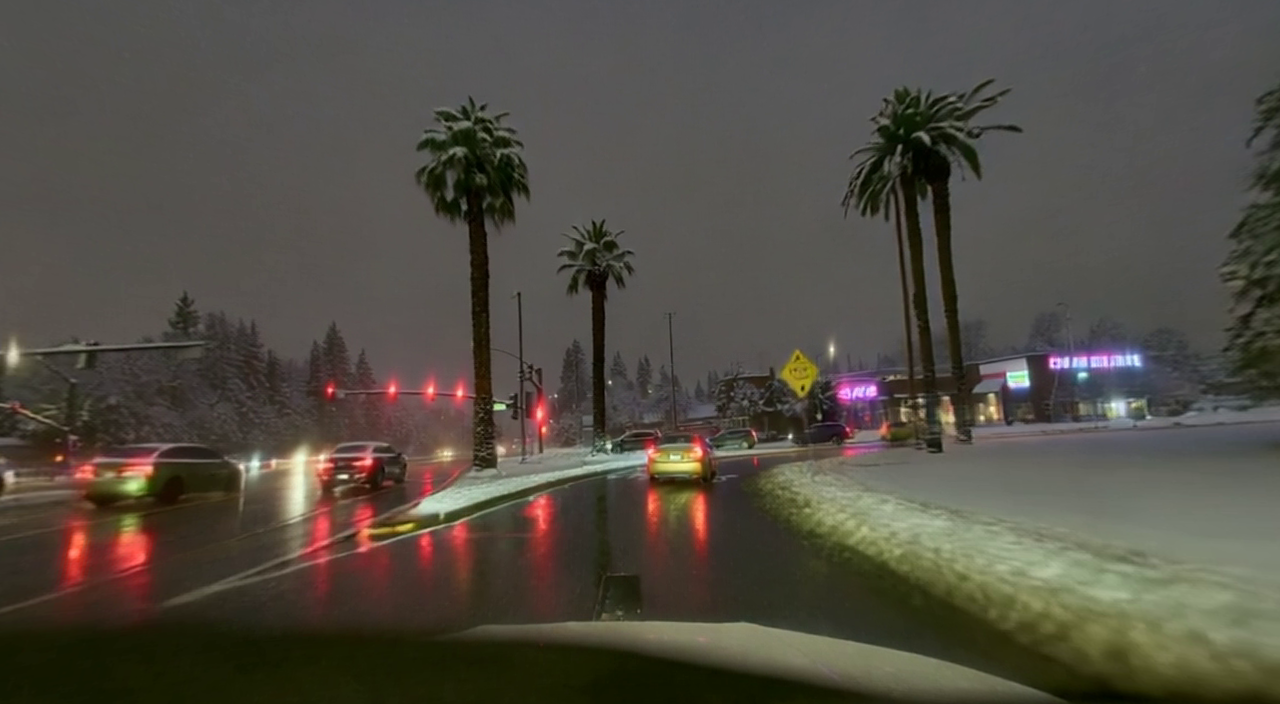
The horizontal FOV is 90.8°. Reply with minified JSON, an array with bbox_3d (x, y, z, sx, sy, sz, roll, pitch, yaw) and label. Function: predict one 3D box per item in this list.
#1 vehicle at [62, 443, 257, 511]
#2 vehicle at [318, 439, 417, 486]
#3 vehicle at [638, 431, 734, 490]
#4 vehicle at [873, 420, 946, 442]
[{"bbox_3d":[-12.031,3.114,16.294,1.905,1.482,4.463,1,-9,-7],"label":"vehicle"},{"bbox_3d":[-9.603,3.895,22.687,1.912,1.487,4.471,1,-9,-6],"label":"vehicle"},{"bbox_3d":[1.497,3.119,18.512,2.070,1.493,4.570,-2,-9,13],"label":"vehicle"},{"bbox_3d":[19.918,5.838,46.702,4.458,1.589,2.044,1,-8,-8],"label":"vehicle"}]
